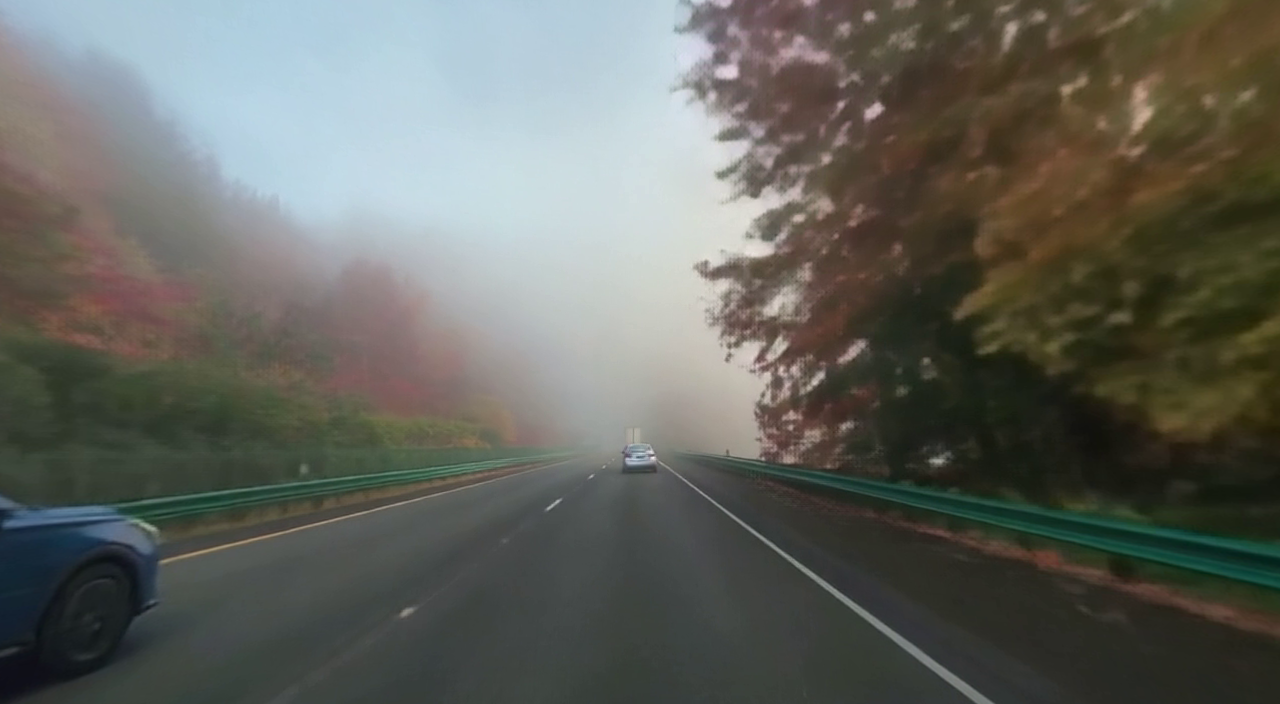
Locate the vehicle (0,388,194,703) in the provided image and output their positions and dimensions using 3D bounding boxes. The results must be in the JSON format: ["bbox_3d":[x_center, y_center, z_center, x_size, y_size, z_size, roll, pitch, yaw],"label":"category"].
[{"bbox_3d":[-3.906,0.803,1.924,2.054,1.536,4.128,0,-8,-1],"label":"vehicle"}]

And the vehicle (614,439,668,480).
[{"bbox_3d":[0.002,4.416,26.181,2.057,1.516,4.065,0,-8,-1],"label":"vehicle"}]
